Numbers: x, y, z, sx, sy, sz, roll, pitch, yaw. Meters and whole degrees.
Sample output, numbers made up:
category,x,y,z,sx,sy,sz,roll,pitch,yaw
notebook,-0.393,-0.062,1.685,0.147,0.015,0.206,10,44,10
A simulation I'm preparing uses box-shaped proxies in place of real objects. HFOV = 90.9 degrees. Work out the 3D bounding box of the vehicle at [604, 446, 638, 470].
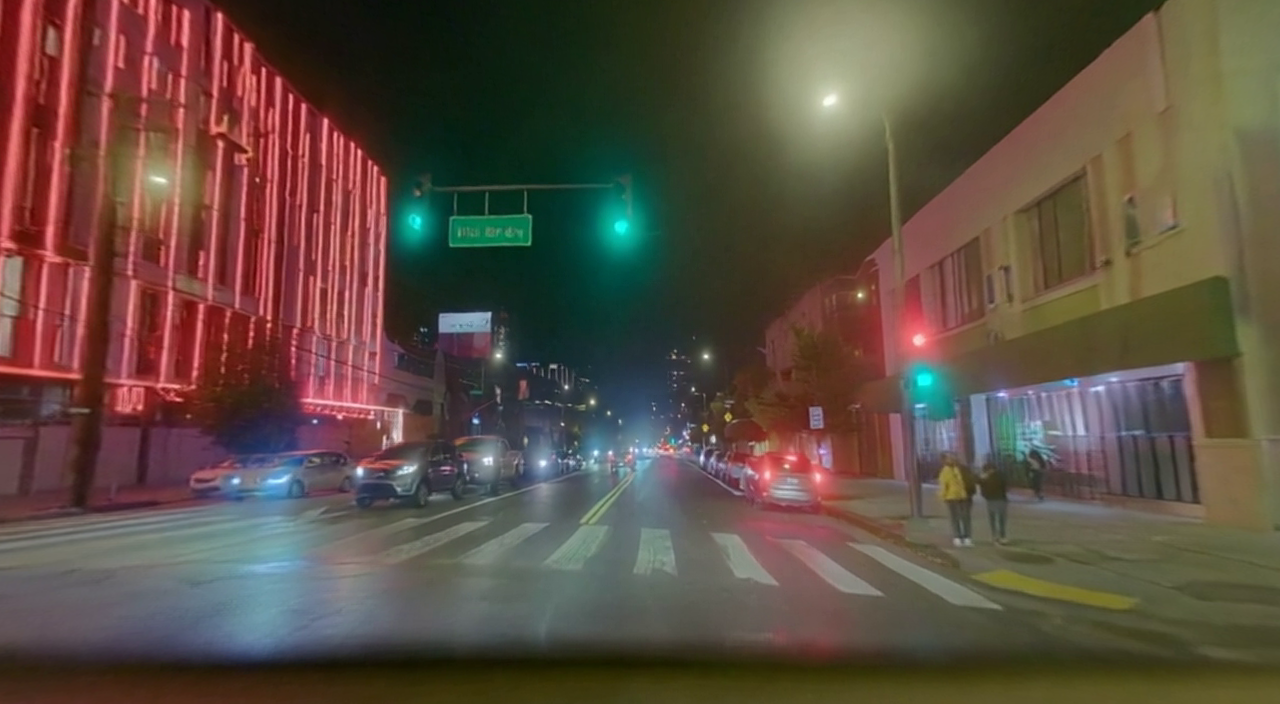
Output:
category,x,y,z,sx,sy,sz,roll,pitch,yaw
vehicle,-1.193,6.966,41.718,1.973,1.496,3.713,0,-8,2

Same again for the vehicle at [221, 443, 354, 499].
category,x,y,z,sx,sy,sz,roll,pitch,yaw
vehicle,-11.335,3.810,20.665,1.933,1.628,3.973,0,-8,2

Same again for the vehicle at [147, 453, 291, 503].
category,x,y,z,sx,sy,sz,roll,pitch,yaw
vehicle,-14.199,4.230,21.626,2.012,1.476,4.284,0,-8,0

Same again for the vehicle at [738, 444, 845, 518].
category,x,y,z,sx,sy,sz,roll,pitch,yaw
vehicle,4.001,3.439,17.342,1.924,1.765,3.954,0,-9,0

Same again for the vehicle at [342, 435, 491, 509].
category,x,y,z,sx,sy,sz,roll,pitch,yaw
vehicle,-5.260,2.865,15.538,1.942,1.559,4.298,0,-8,2

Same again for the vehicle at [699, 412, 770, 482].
category,x,y,z,sx,sy,sz,roll,pitch,yaw
vehicle,5.054,5.316,35.350,2.989,3.455,7.975,0,-8,2
